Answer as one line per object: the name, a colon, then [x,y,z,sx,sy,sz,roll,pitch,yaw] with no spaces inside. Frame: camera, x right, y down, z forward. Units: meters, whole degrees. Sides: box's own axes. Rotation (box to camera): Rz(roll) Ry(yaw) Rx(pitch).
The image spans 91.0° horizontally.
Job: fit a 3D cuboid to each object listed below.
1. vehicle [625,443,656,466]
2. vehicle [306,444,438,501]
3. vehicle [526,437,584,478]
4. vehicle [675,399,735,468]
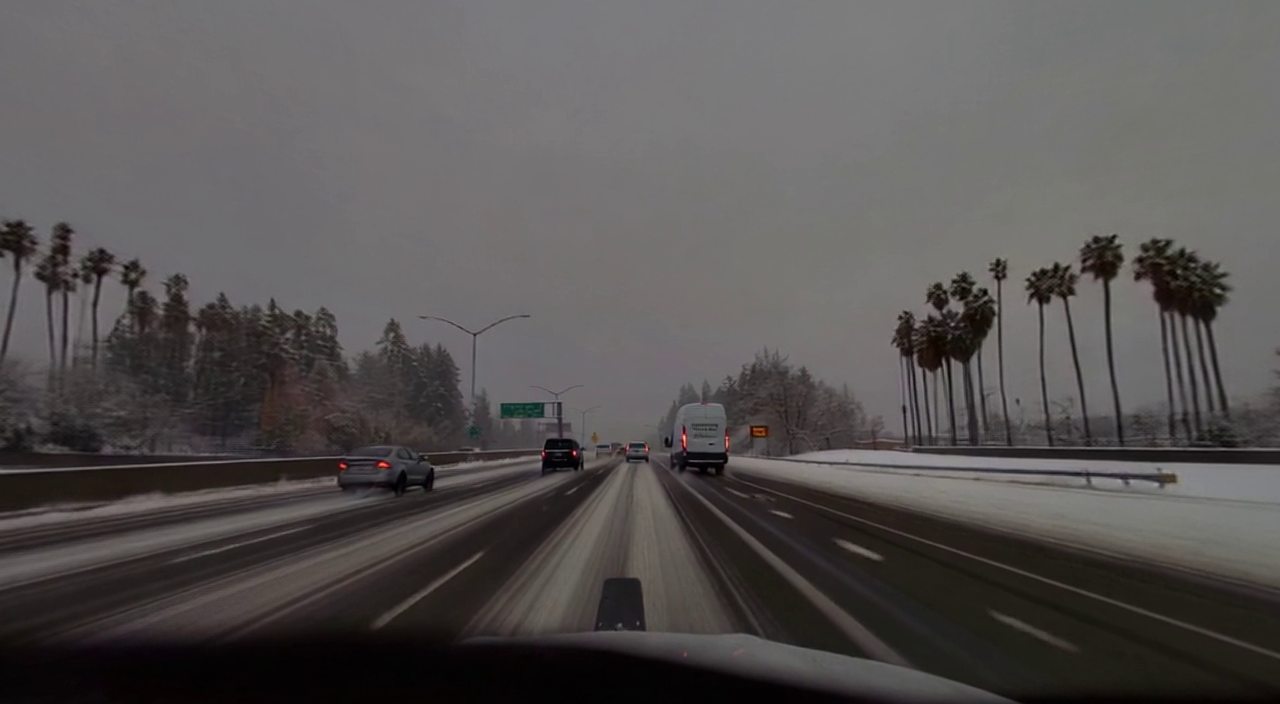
vehicle: [0.029,7.207,44.412,2.085,1.507,4.096,0,-9,0]
vehicle: [-7.863,3.554,19.032,2.050,1.487,4.372,0,-9,0]
vehicle: [-3.718,4.711,28.192,2.017,1.683,4.094,0,-9,0]
vehicle: [4.004,5.358,40.881,3.086,3.984,8.371,0,-9,1]
